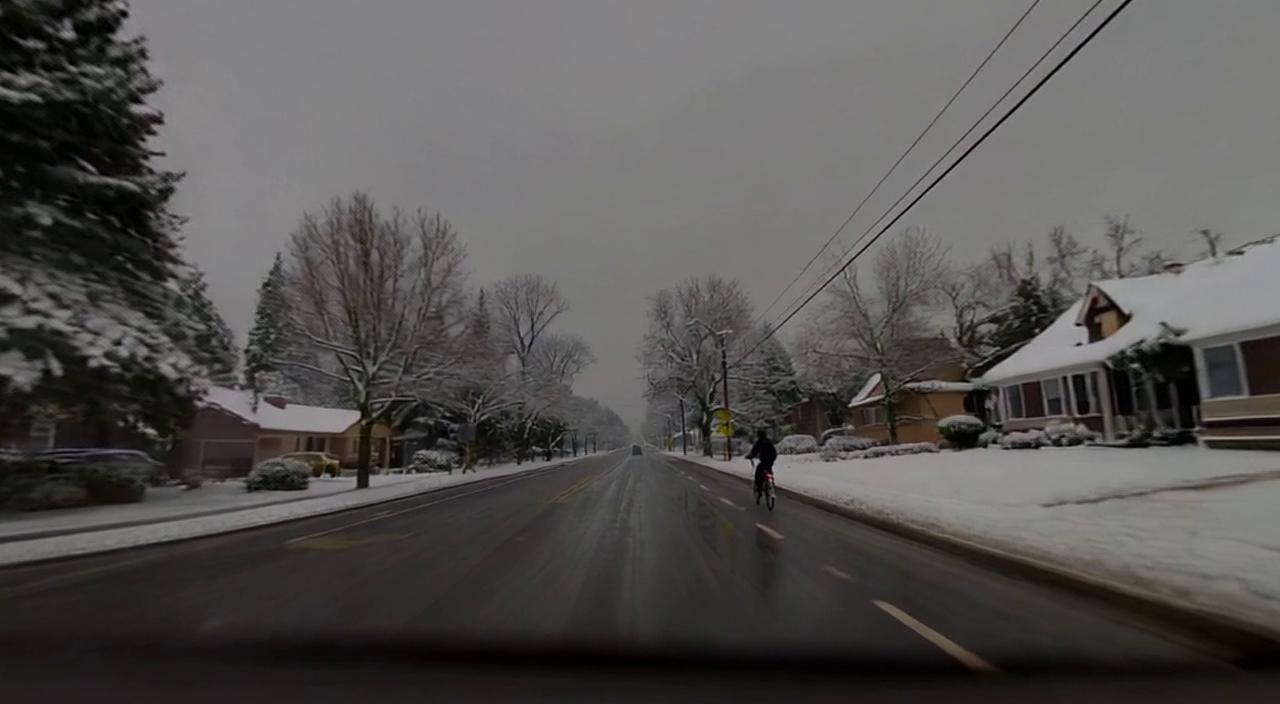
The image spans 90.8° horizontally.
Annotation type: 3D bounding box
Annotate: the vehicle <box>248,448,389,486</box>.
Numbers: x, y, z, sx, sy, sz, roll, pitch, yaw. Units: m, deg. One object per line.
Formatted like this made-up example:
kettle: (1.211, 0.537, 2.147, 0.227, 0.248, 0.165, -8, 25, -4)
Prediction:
vehicle: (-13.137, 4.696, 26.070, 4.717, 1.465, 1.887, 0, -9, -3)

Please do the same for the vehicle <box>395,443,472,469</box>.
vehicle: (-14.071, 7.096, 43.311, 4.587, 1.722, 1.906, 0, -9, -2)
